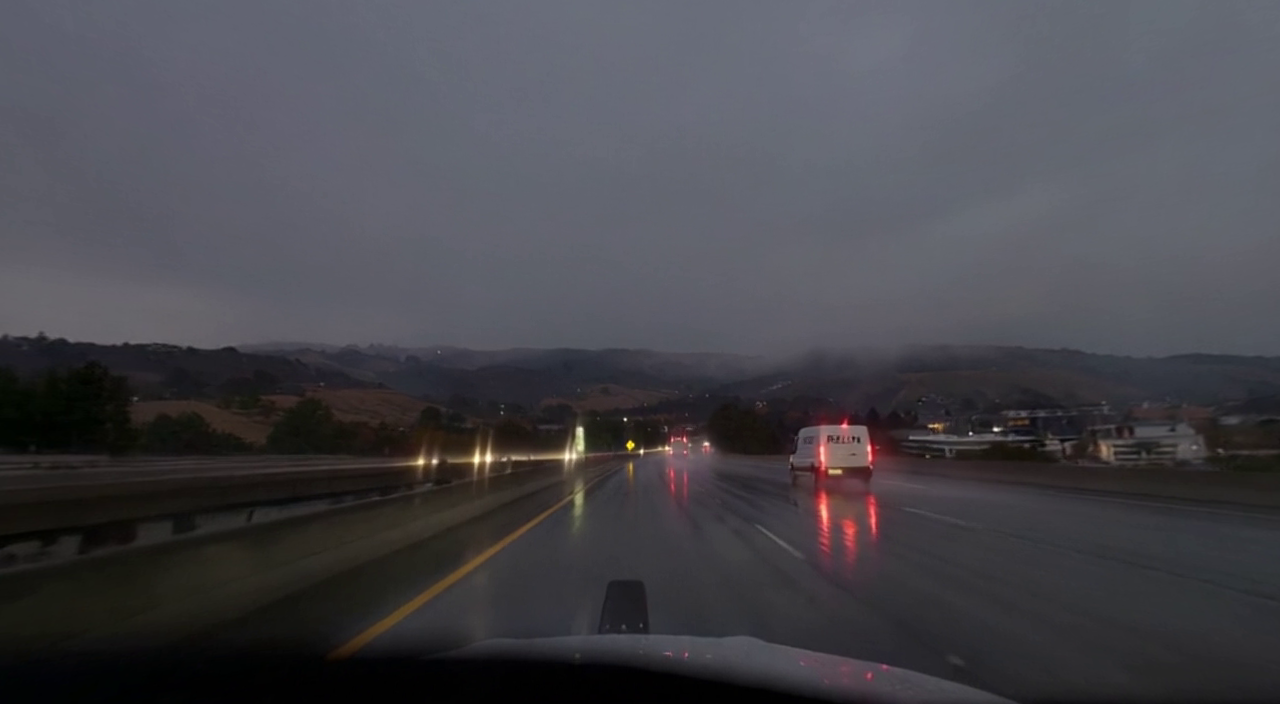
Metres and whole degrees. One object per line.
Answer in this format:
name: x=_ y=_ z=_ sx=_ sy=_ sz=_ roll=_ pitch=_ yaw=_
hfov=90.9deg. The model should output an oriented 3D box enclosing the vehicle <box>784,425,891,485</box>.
vehicle: x=7.434 y=3.940 z=24.502 sx=2.275 sy=2.059 sz=5.543 roll=0 pitch=-8 yaw=-1
